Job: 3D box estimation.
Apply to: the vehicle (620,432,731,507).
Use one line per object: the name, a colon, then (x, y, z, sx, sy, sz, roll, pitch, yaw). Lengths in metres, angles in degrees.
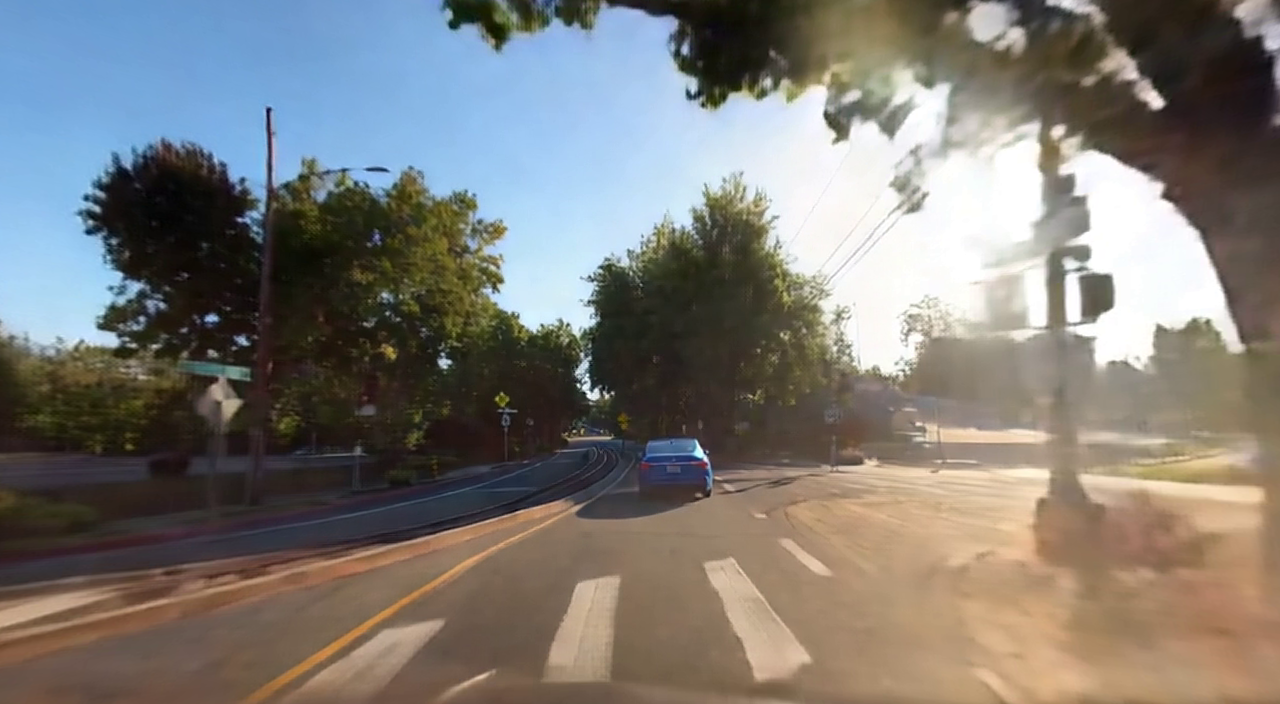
vehicle: (0.808, 2.748, 15.342, 2.295, 1.510, 4.364, -1, -8, 2)
